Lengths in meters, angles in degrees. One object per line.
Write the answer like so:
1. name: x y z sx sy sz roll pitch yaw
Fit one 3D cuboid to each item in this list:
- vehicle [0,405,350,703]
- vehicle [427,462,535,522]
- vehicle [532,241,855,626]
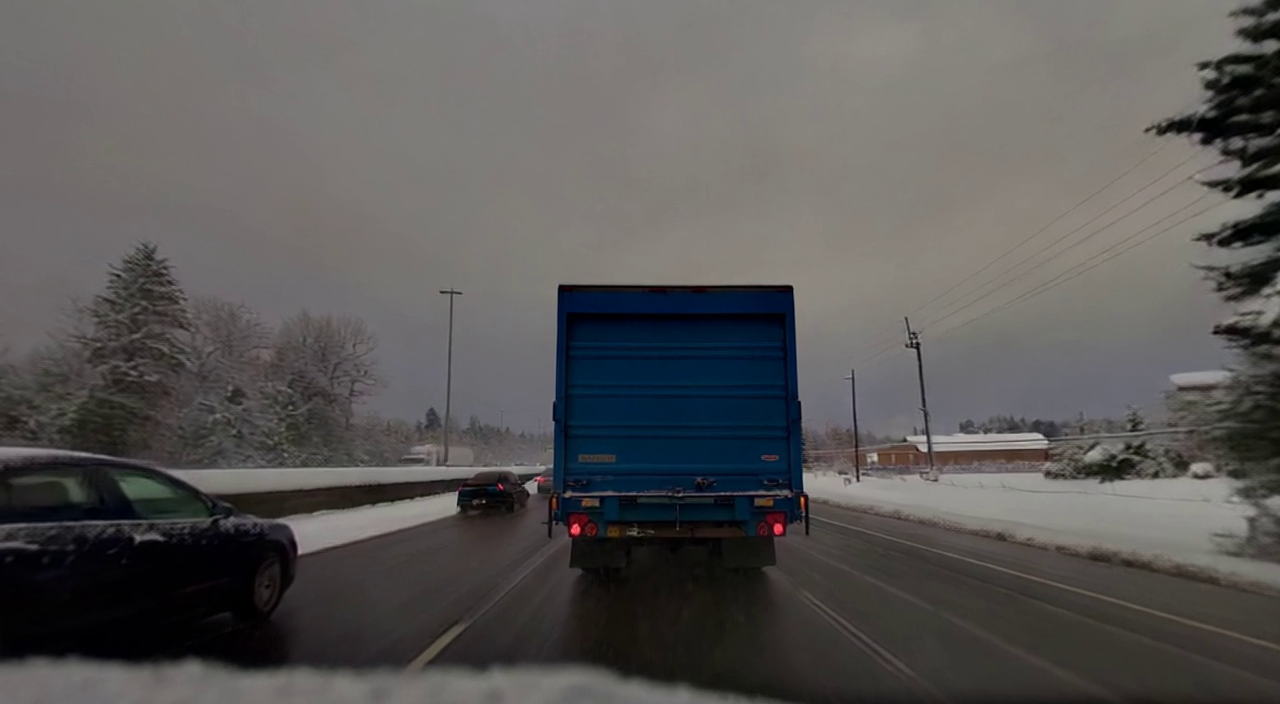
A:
1. vehicle: -3.923 1.185 3.702 1.983 1.575 4.973 0 -11 1
2. vehicle: -4.443 3.995 18.363 1.891 1.469 4.431 0 -11 1
3. vehicle: 0.629 1.443 10.138 2.831 3.529 8.689 0 -11 2
